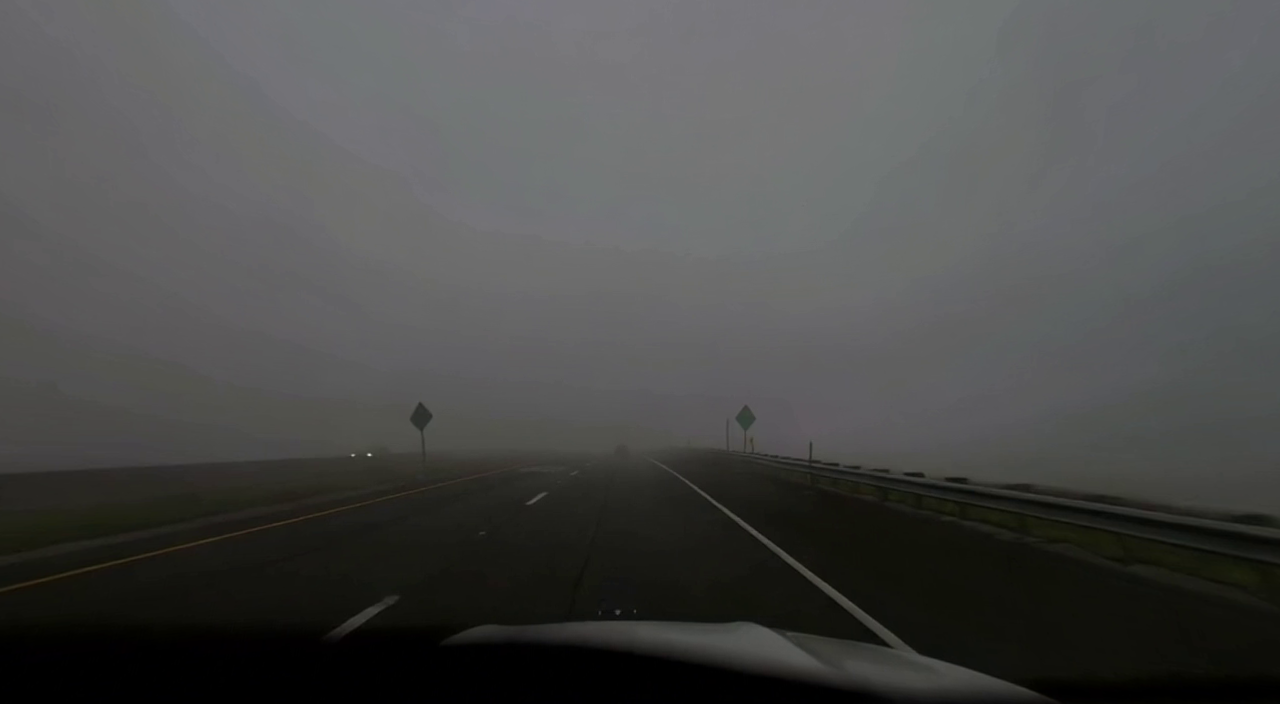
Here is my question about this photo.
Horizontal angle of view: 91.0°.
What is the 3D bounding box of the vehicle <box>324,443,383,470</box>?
[{"bbox_3d":[-18.356,6.692,40.550,1.950,1.558,4.121,0,-8,-1],"label":"vehicle"}]
